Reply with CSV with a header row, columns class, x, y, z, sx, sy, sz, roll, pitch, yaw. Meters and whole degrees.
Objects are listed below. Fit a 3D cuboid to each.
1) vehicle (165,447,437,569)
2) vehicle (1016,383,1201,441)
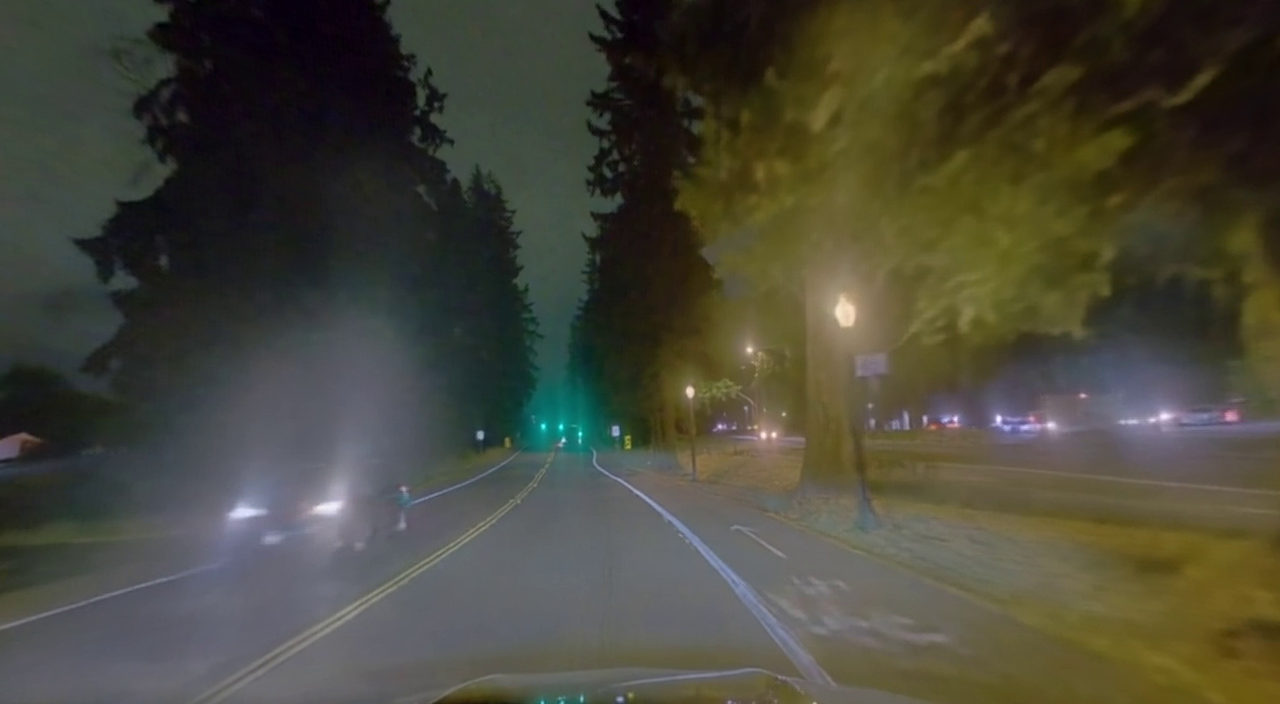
class,x,y,z,sx,sy,sz,roll,pitch,yaw
vehicle,-5.042,2.332,10.313,2.125,1.440,4.450,-1,-8,-2
vehicle,28.694,3.739,38.921,8.774,3.004,2.914,-3,-7,2
